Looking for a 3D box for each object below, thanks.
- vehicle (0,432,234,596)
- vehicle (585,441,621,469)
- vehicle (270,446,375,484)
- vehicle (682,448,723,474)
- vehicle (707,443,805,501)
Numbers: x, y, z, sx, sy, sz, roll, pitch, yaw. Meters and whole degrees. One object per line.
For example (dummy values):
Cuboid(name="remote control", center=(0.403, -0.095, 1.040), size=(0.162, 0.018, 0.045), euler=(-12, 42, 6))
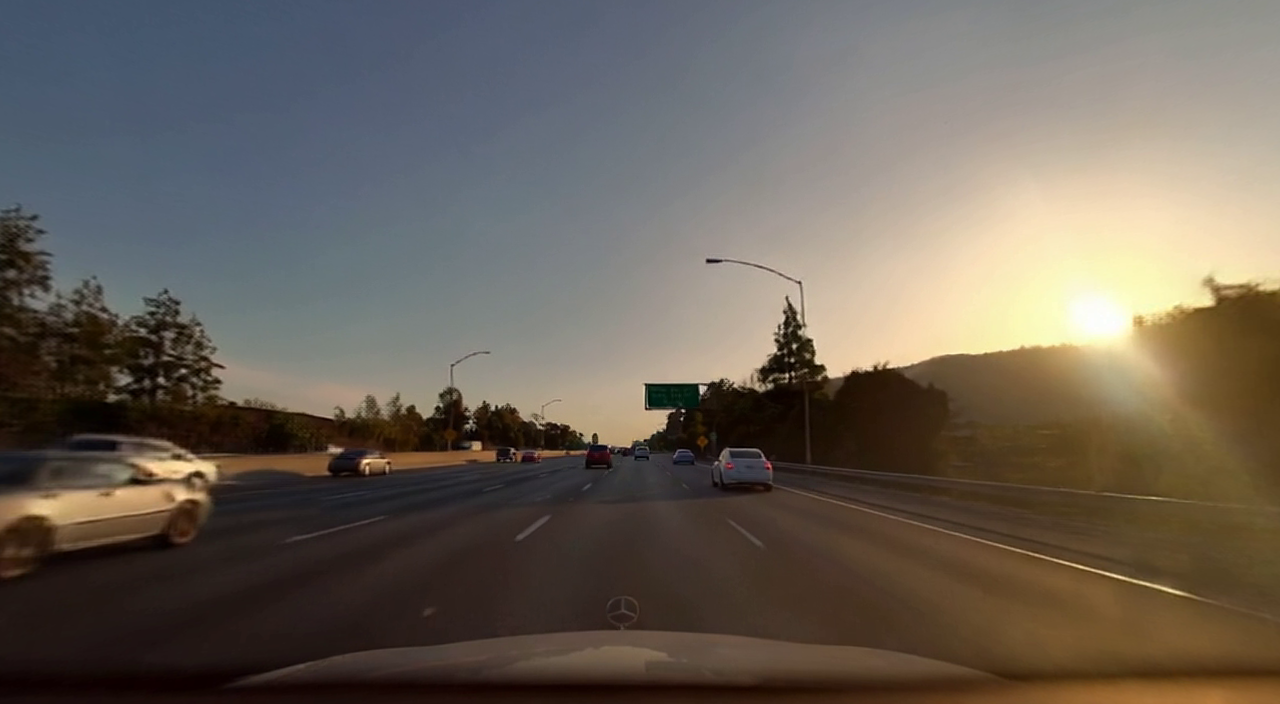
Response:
Cuboid(name="vehicle", center=(-7.046, 1.689, 6.964), size=(1.977, 1.529, 4.616), euler=(0, -9, 1))
Cuboid(name="vehicle", center=(-2.738, 7.833, 48.055), size=(2.449, 1.929, 5.503), euler=(0, -9, 0))
Cuboid(name="vehicle", center=(-13.845, 4.934, 27.894), size=(1.959, 1.520, 5.068), euler=(0, -9, 1))
Cuboid(name="vehicle", center=(3.697, 6.531, 38.026), size=(1.929, 1.485, 4.482), euler=(0, -9, -1))
Cuboid(name="vehicle", center=(3.384, 3.596, 19.321), size=(2.126, 1.529, 4.438), euler=(0, -9, 0))
